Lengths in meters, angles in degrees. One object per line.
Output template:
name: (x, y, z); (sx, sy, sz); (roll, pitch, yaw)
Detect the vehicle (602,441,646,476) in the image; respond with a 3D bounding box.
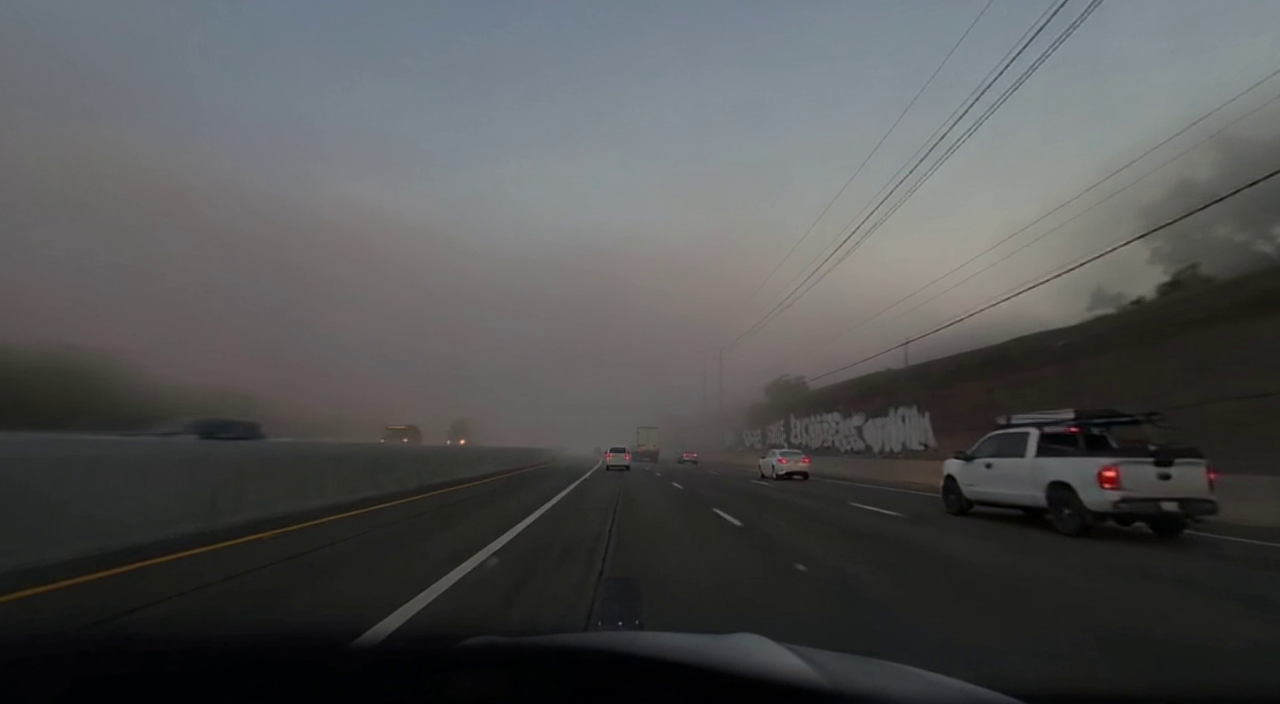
vehicle: (-0.852, 5.557, 33.153); (2.191, 1.685, 3.353); (0, -9, -2)

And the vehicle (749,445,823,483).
vehicle: (6.432, 4.973, 28.348); (2.032, 1.525, 4.631); (0, -9, -3)

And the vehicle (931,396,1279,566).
vehicle: (7.314, 1.910, 10.192); (2.325, 1.924, 5.838); (0, -9, -1)

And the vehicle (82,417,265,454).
vehicle: (-13.649, 2.554, 18.924); (2.062, 0.949, 4.600); (0, -9, -1)
